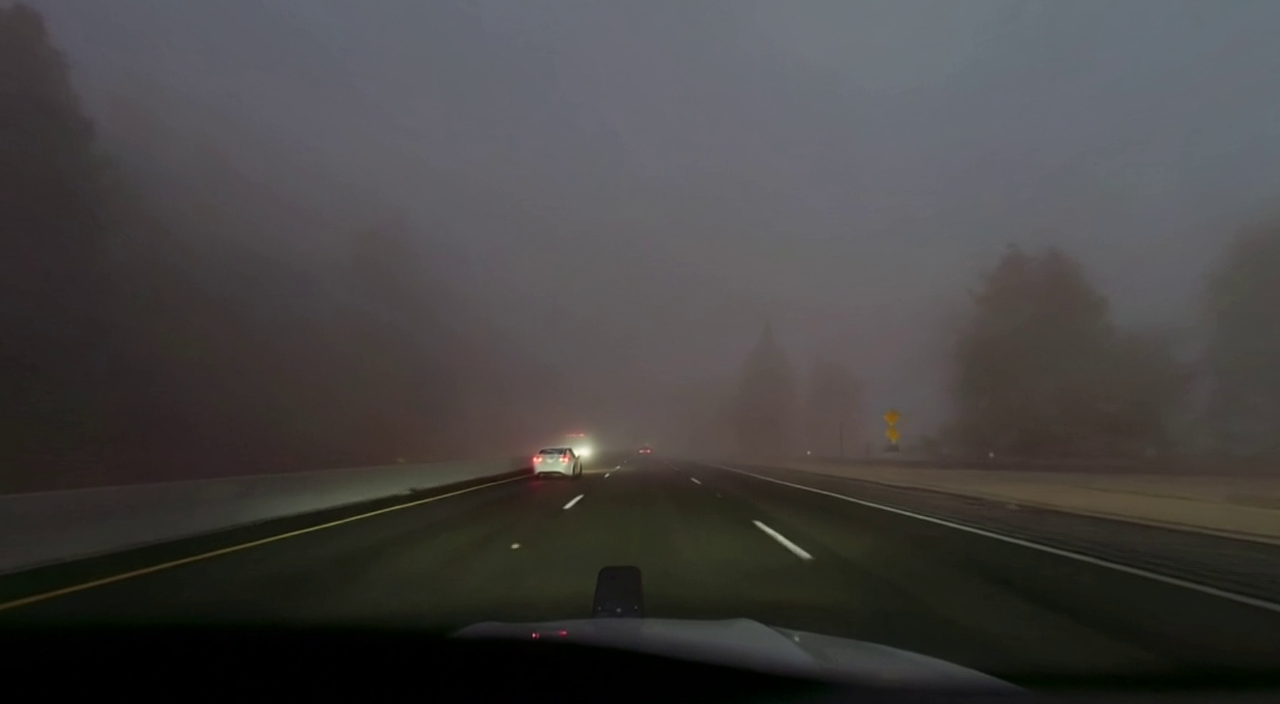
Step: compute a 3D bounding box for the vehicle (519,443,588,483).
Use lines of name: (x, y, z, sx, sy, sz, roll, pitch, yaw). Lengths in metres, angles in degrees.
vehicle: (-3.483, 4.593, 26.308, 2.162, 1.493, 4.583, -1, -9, 1)
